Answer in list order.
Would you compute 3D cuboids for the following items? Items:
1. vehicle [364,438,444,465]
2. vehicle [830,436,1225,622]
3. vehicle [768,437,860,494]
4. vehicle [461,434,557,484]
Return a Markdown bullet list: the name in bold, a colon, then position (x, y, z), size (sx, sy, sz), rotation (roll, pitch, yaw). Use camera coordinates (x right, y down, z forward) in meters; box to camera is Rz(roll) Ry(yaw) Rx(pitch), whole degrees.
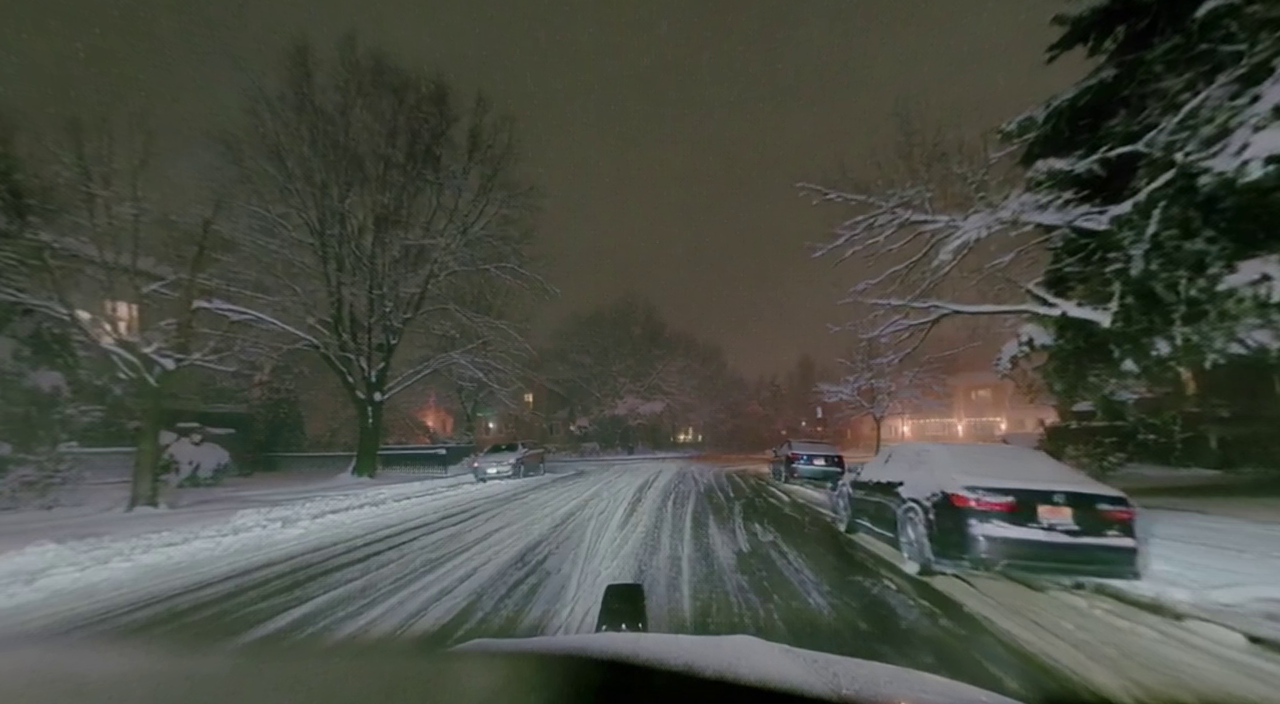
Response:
- **vehicle**: position (-16.834, 7.111, 44.978), size (4.879, 1.867, 2.234), rotation (1, -8, -4)
- **vehicle**: position (3.797, 1.727, 7.466), size (2.088, 1.429, 4.796), rotation (-1, -8, 7)
- **vehicle**: position (5.010, 3.277, 18.711), size (1.931, 1.395, 4.793), rotation (0, -7, 7)
- **vehicle**: position (-4.612, 3.917, 22.864), size (1.943, 1.433, 4.717), rotation (-7, -11, 6)
